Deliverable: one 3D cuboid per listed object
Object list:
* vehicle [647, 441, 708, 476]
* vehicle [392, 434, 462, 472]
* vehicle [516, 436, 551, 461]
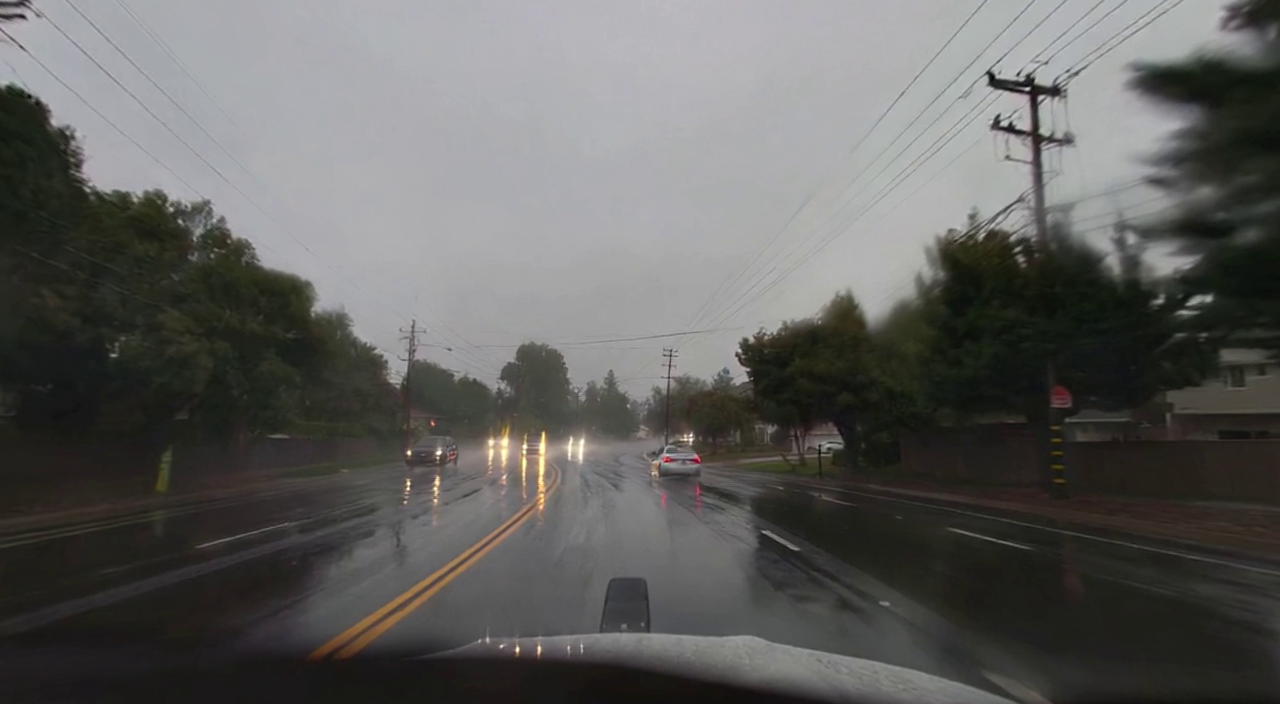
[{"bbox_3d":[1.612,4.844,28.775,1.982,1.451,4.152,1,-9,-7],"label":"vehicle"},{"bbox_3d":[-9.919,4.741,29.760,2.169,1.656,4.378,0,-9,-6],"label":"vehicle"},{"bbox_3d":[-7.860,7.174,46.909,2.205,1.769,4.589,0,-9,-5],"label":"vehicle"}]
